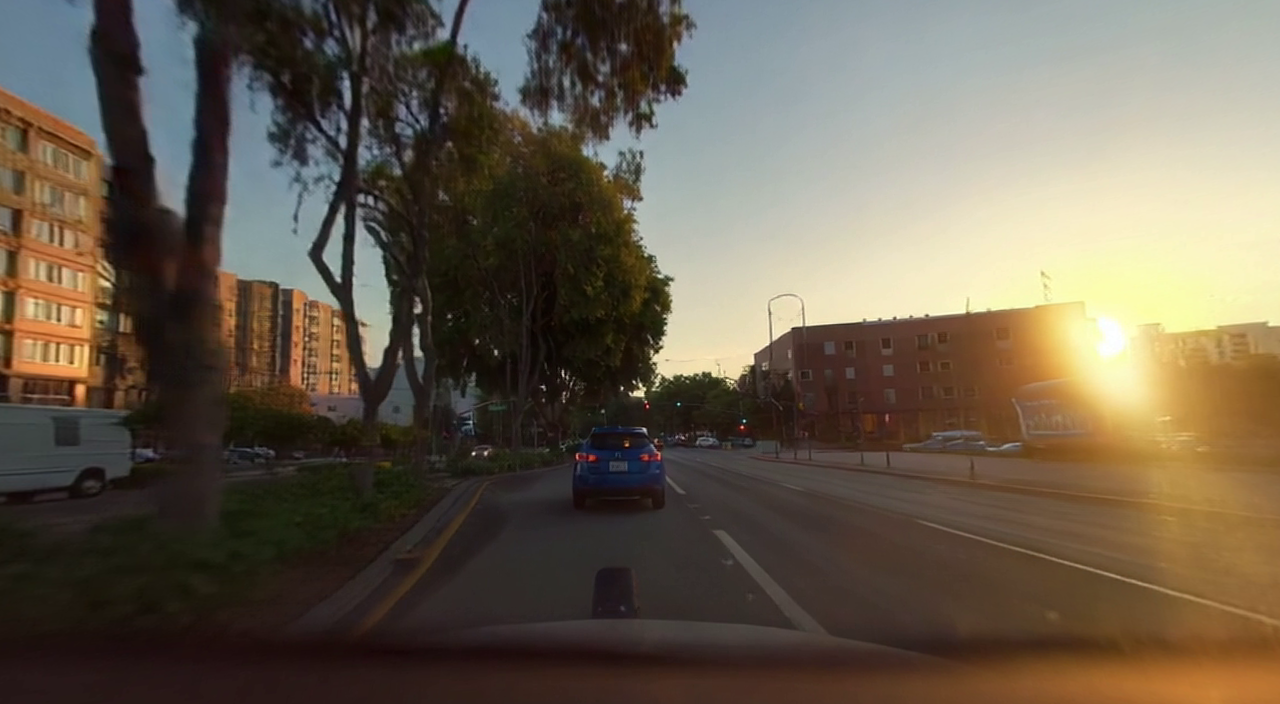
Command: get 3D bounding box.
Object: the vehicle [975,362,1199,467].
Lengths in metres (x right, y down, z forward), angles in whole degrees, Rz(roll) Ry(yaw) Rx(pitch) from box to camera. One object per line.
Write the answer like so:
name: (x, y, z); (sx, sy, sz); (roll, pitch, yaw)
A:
vehicle: (18.365, 2.895, 27.104); (3.269, 3.755, 8.862); (0, -9, 2)

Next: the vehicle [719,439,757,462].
vehicle: (6.392, 6.509, 41.731); (1.777, 1.443, 3.942); (0, -9, -2)

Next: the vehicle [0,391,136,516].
vehicle: (-18.983, 2.875, 17.961); (2.811, 3.399, 7.898); (0, -9, -2)

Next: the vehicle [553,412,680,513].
vehicle: (-0.463, 2.325, 13.616); (2.277, 1.816, 4.192); (0, -9, -1)

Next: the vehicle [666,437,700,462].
vehicle: (2.832, 6.494, 42.163); (1.929, 1.590, 4.287); (0, -9, -1)
